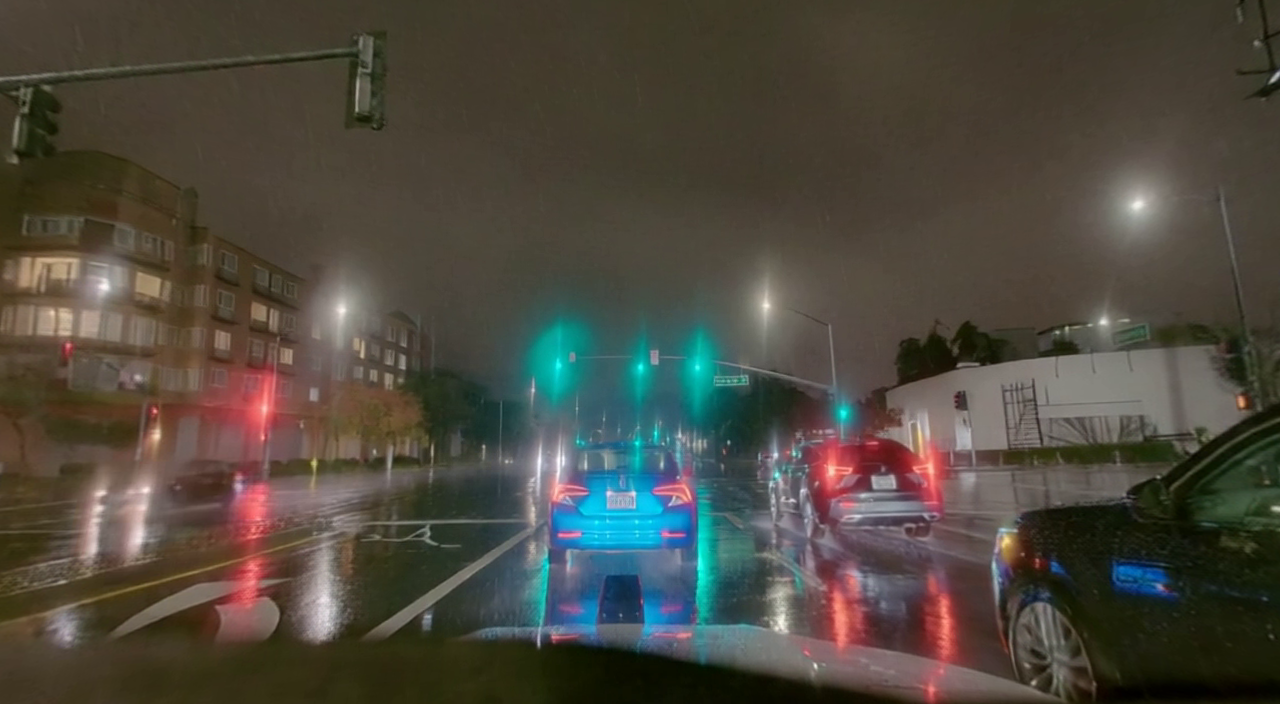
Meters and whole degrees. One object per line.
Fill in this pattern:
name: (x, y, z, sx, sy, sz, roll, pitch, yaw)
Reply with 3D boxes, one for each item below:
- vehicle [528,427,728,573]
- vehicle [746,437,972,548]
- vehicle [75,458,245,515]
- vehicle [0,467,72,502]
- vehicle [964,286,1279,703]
vehicle: (-0.144, 1.846, 8.640, 2.095, 1.502, 3.873, 0, -8, 0)
vehicle: (3.213, 2.142, 10.418, 2.009, 1.414, 4.416, 0, -8, -2)
vehicle: (-14.599, 4.079, 19.612, 1.817, 1.442, 4.371, 0, -8, 0)
vehicle: (-28.012, 6.109, 29.416, 1.972, 1.433, 4.324, 8, -12, -39)
vehicle: (3.005, 0.640, 1.592, 2.047, 1.785, 4.357, 0, -8, 0)
